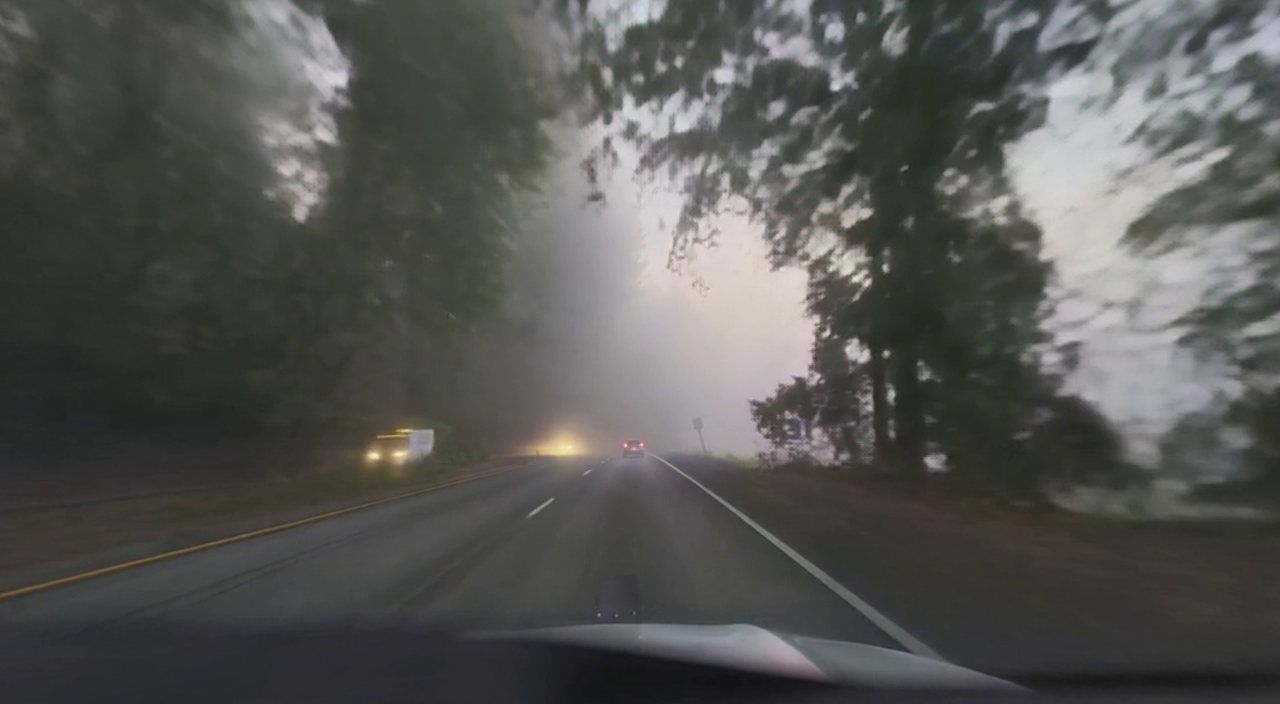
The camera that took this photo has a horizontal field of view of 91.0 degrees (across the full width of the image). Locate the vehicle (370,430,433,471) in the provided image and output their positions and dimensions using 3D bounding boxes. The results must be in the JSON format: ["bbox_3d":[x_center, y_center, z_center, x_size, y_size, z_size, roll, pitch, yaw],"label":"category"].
[{"bbox_3d":[-17.047,7.055,45.351,2.274,2.678,5.688,0,-8,-1],"label":"vehicle"}]
